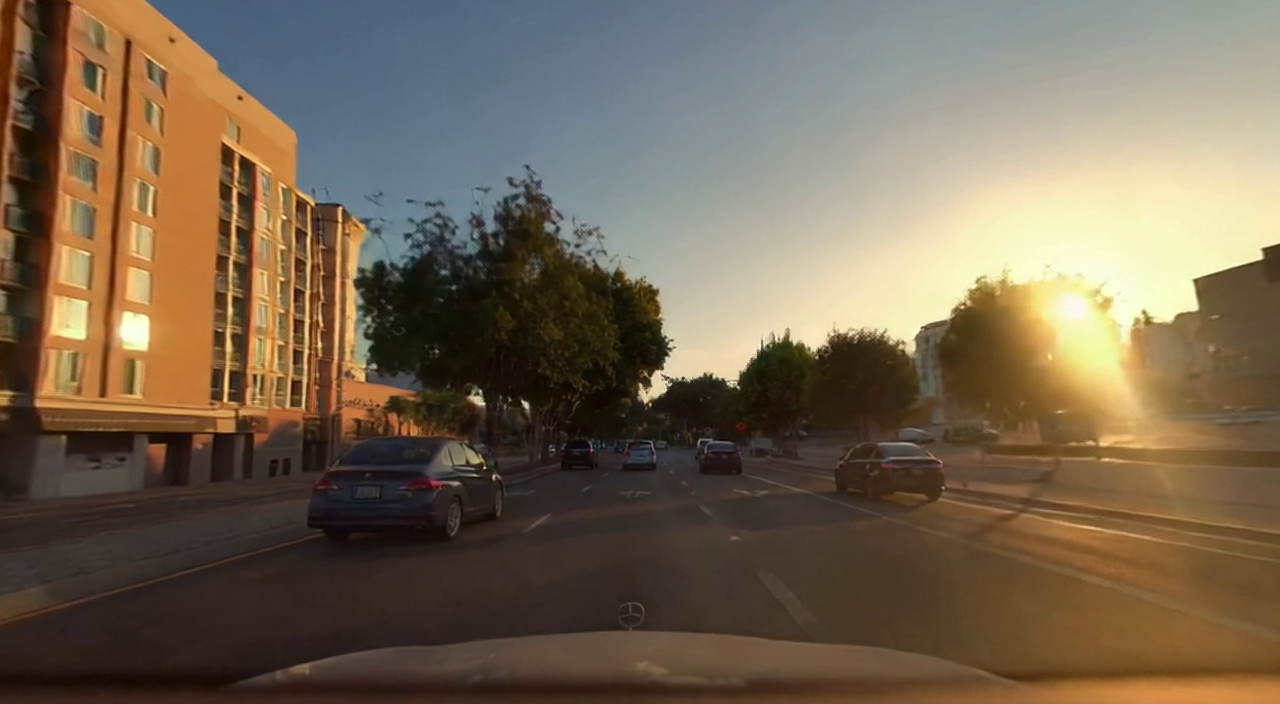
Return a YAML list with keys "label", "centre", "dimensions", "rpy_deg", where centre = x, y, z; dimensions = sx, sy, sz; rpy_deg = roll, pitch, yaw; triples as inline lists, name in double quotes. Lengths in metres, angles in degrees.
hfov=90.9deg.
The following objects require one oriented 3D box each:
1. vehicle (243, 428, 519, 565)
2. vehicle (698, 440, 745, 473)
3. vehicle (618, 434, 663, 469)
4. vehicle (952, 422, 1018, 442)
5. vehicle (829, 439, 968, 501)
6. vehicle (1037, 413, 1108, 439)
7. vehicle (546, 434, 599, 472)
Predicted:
- label: "vehicle"
  centre: [-3.278, 1.919, 9.175]
  dimensions: [2.095, 1.486, 4.411]
  rpy_deg: [0, -8, 1]
- label: "vehicle"
  centre: [3.839, 5.022, 30.455]
  dimensions: [1.884, 1.458, 4.245]
  rpy_deg: [-1, -8, 2]
- label: "vehicle"
  centre: [0.031, 5.550, 35.197]
  dimensions: [2.304, 1.795, 4.526]
  rpy_deg: [0, -8, 0]
- label: "vehicle"
  centre: [26.216, 6.105, 47.890]
  dimensions: [4.674, 1.489, 2.008]
  rpy_deg: [4, -9, -26]
- label: "vehicle"
  centre: [6.899, 3.179, 17.435]
  dimensions: [1.865, 1.458, 4.605]
  rpy_deg: [0, -8, 0]
- label: "vehicle"
  centre: [26.527, 4.576, 38.619]
  dimensions: [4.617, 1.459, 1.819]
  rpy_deg: [5, -10, -32]
- label: "vehicle"
  centre: [-3.344, 5.143, 32.227]
  dimensions: [2.117, 1.799, 4.442]
  rpy_deg: [0, -8, 1]
